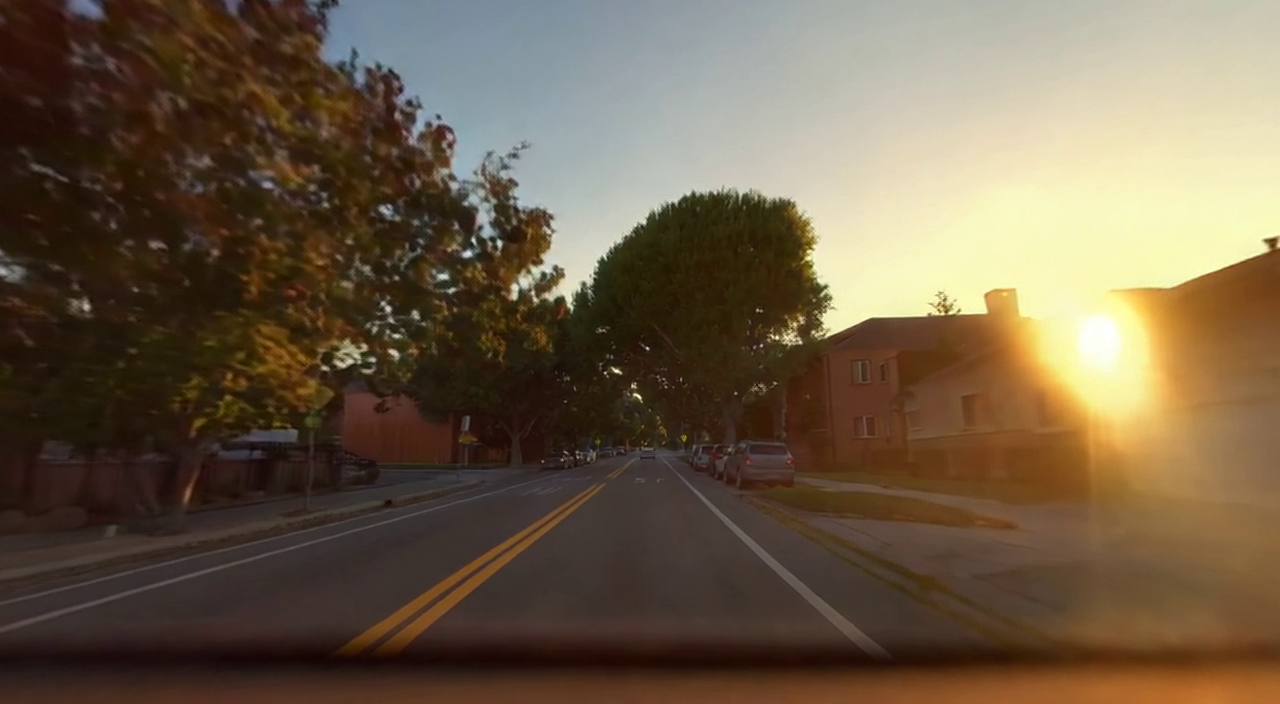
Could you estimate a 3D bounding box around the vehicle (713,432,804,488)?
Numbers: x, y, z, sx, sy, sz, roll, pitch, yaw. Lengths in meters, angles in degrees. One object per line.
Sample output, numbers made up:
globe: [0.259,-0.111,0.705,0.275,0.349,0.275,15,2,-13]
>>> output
vehicle: [4.023,3.760,22.292,1.937,1.752,4.574,1,-9,-5]
